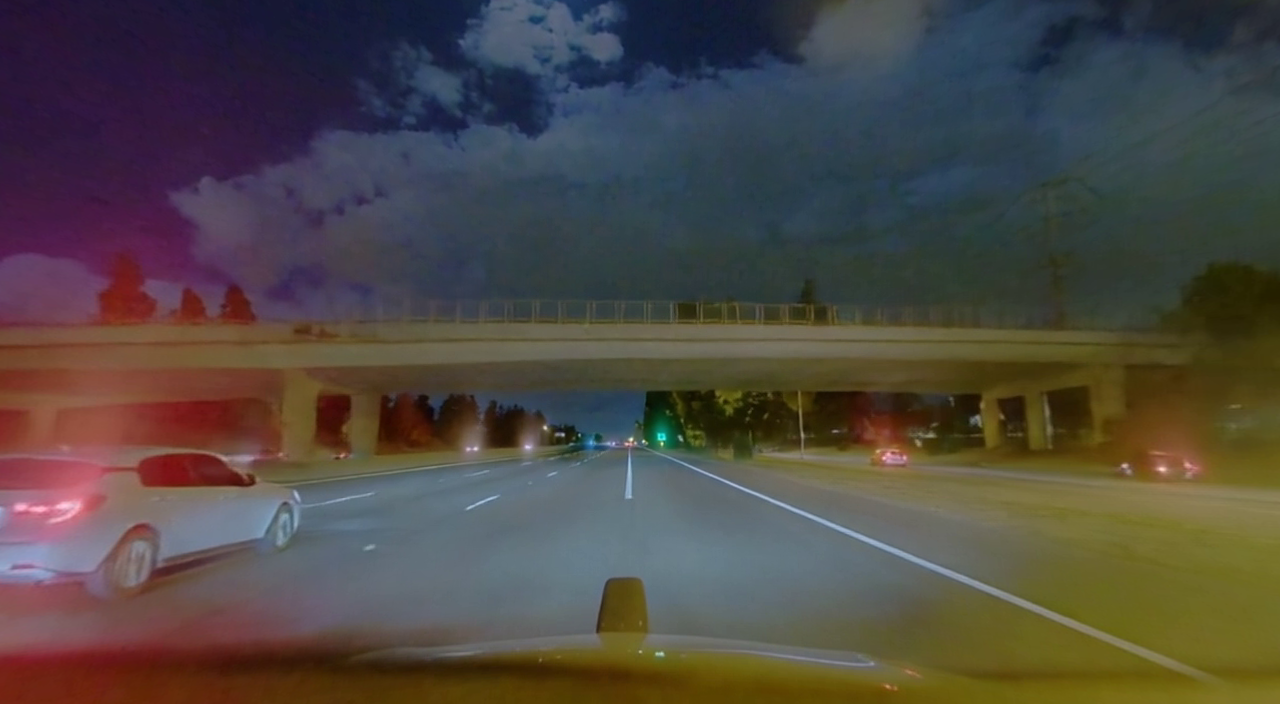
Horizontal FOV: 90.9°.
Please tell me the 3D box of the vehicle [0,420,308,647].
[{"bbox_3d":[-5.482,1.500,6.065,2.105,1.551,4.602,0,-8,-1],"label":"vehicle"}]
